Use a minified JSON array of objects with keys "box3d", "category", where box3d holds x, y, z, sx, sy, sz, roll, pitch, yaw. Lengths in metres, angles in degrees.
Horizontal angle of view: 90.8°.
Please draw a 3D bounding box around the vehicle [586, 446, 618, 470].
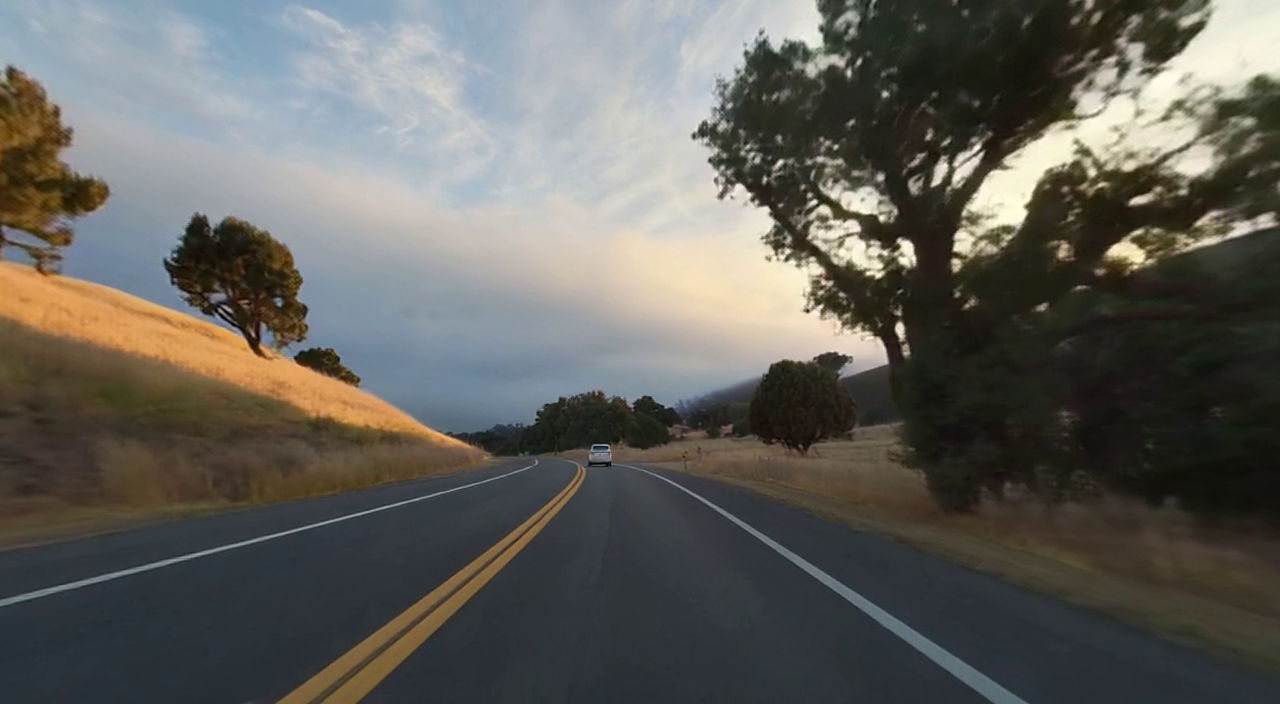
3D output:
[{"box3d":[-3.010,8.299,49.661,2.195,1.749,4.260,1,-8,-8],"category":"vehicle"}]
